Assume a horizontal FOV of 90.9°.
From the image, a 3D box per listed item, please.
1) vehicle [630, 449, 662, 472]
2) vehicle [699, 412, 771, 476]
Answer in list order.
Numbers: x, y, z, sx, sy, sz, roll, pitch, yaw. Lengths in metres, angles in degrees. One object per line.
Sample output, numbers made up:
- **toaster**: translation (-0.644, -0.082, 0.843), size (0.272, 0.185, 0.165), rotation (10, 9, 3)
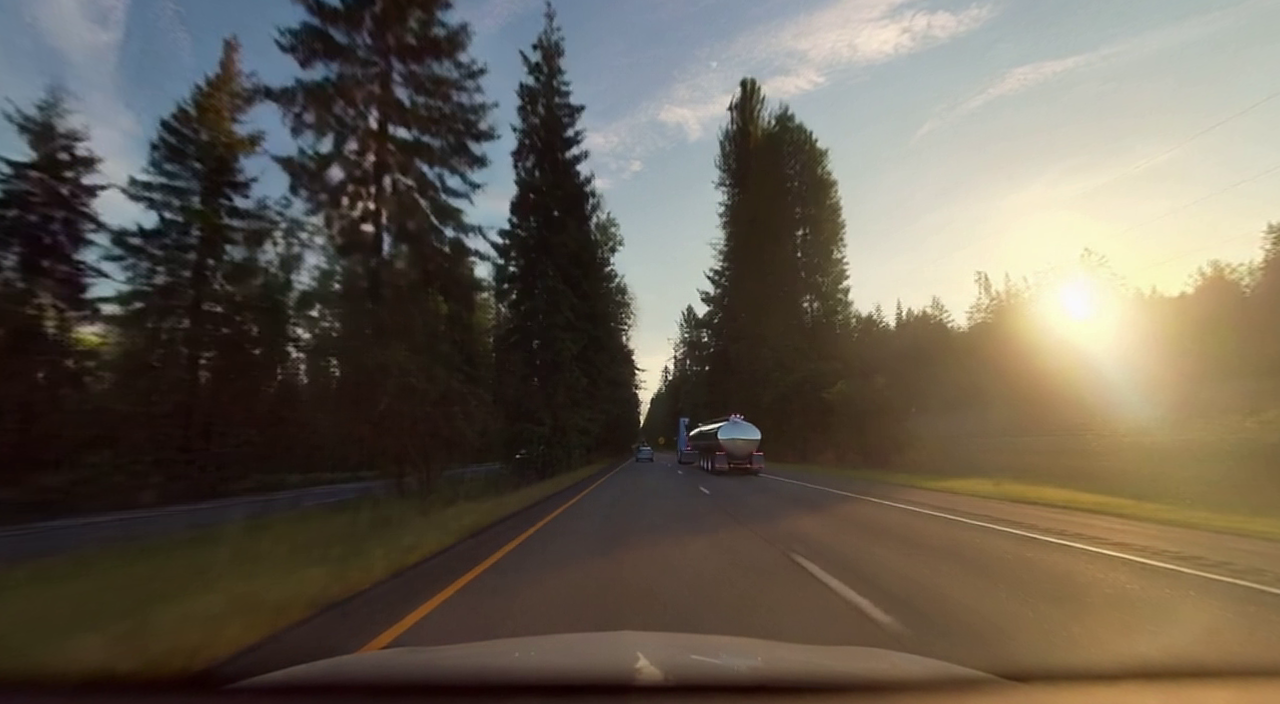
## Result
- **vehicle**: translation (0.367, 6.832, 39.921), size (1.926, 1.386, 3.615), rotation (0, -9, 0)
- **vehicle**: translation (4.901, 5.015, 34.092), size (2.718, 3.034, 7.395), rotation (0, -9, 0)
